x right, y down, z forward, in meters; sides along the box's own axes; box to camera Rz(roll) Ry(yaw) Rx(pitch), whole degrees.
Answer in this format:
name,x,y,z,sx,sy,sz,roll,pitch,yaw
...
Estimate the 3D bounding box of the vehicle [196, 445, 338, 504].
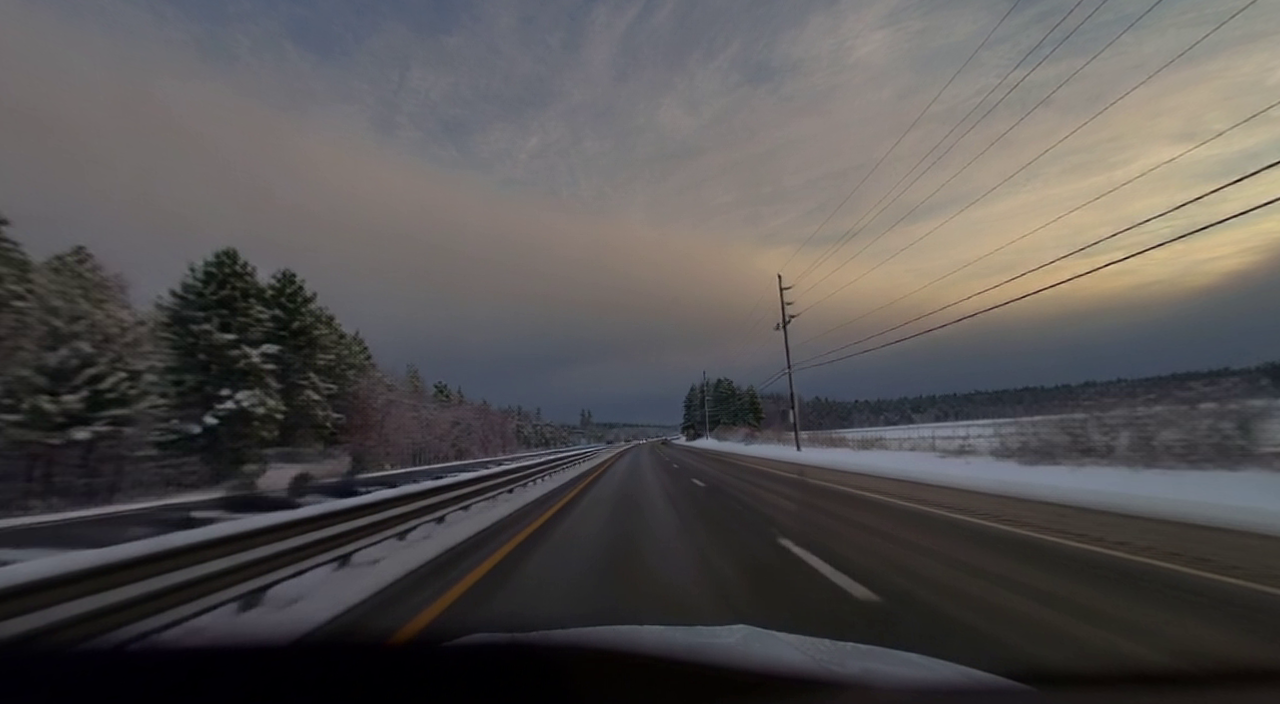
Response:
name,x,y,z,sx,sy,sz,roll,pitch,yaw
vehicle,-10.637,3.468,18.252,1.844,1.505,3.708,0,-8,0
